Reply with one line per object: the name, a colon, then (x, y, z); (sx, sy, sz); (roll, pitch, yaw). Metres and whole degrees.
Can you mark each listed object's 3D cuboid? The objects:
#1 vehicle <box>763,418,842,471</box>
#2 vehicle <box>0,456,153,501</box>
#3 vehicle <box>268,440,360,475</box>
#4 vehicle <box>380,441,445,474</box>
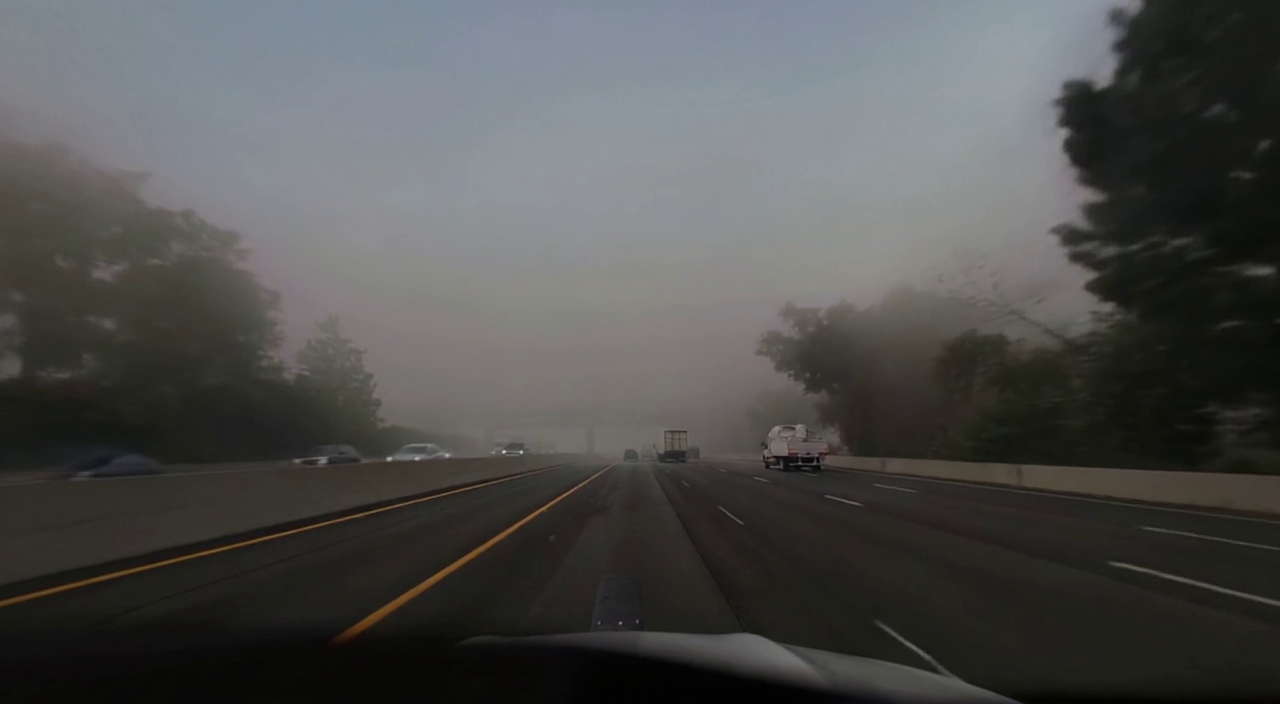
vehicle: (11.197, 6.570, 44.696); (2.912, 3.293, 9.588); (0, -9, -1)
vehicle: (-20.596, 4.545, 23.149); (1.836, 1.410, 4.606); (0, -9, -1)
vehicle: (-16.686, 5.433, 32.663); (2.138, 1.624, 4.803); (1, -9, 0)
vehicle: (-10.489, 4.881, 29.319); (1.676, 1.424, 3.480); (0, -9, 0)
